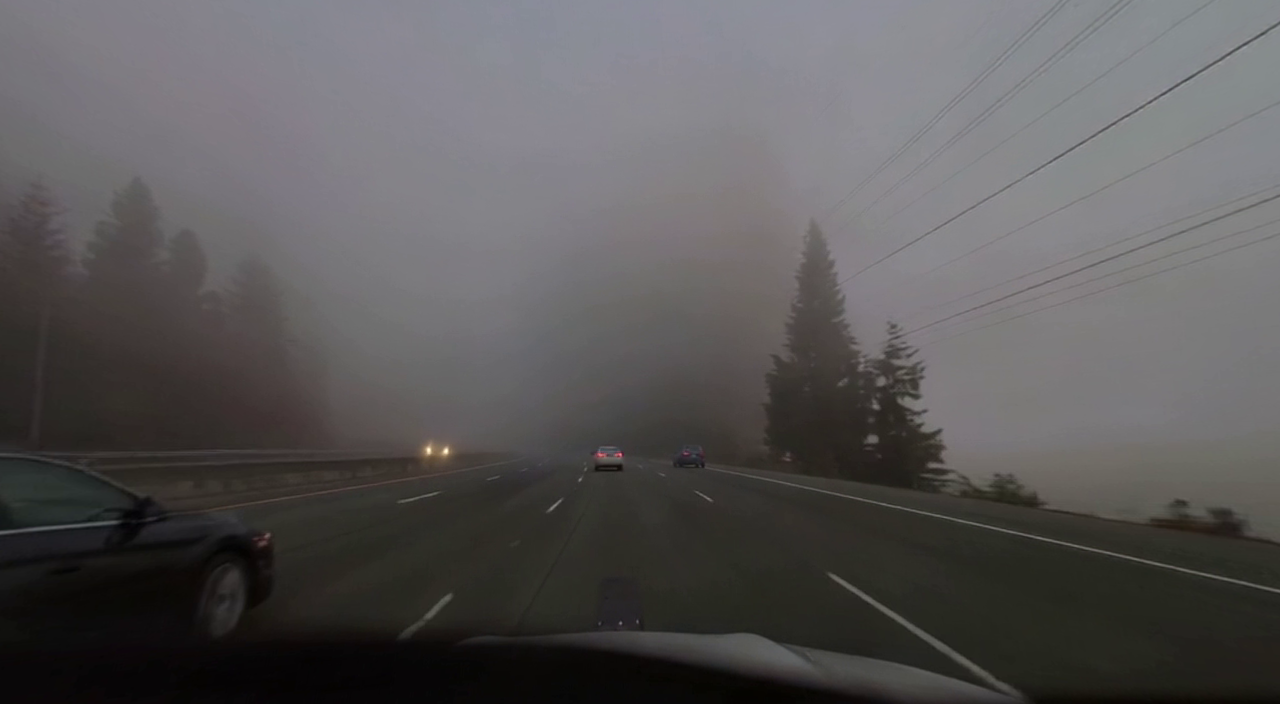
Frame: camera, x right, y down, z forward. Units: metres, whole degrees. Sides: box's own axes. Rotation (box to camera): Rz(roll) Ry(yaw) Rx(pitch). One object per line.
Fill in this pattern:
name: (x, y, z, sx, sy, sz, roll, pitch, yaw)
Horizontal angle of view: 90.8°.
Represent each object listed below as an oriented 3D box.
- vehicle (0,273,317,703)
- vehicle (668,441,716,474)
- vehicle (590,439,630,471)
vehicle: (-4.217, 0.703, 2.803, 2.475, 2.152, 5.837, 0, -8, 0)
vehicle: (2.479, 5.139, 31.120, 1.789, 1.503, 3.897, 0, -8, -4)
vehicle: (-1.846, 6.021, 37.178, 2.188, 1.714, 3.921, 1, -8, -5)
